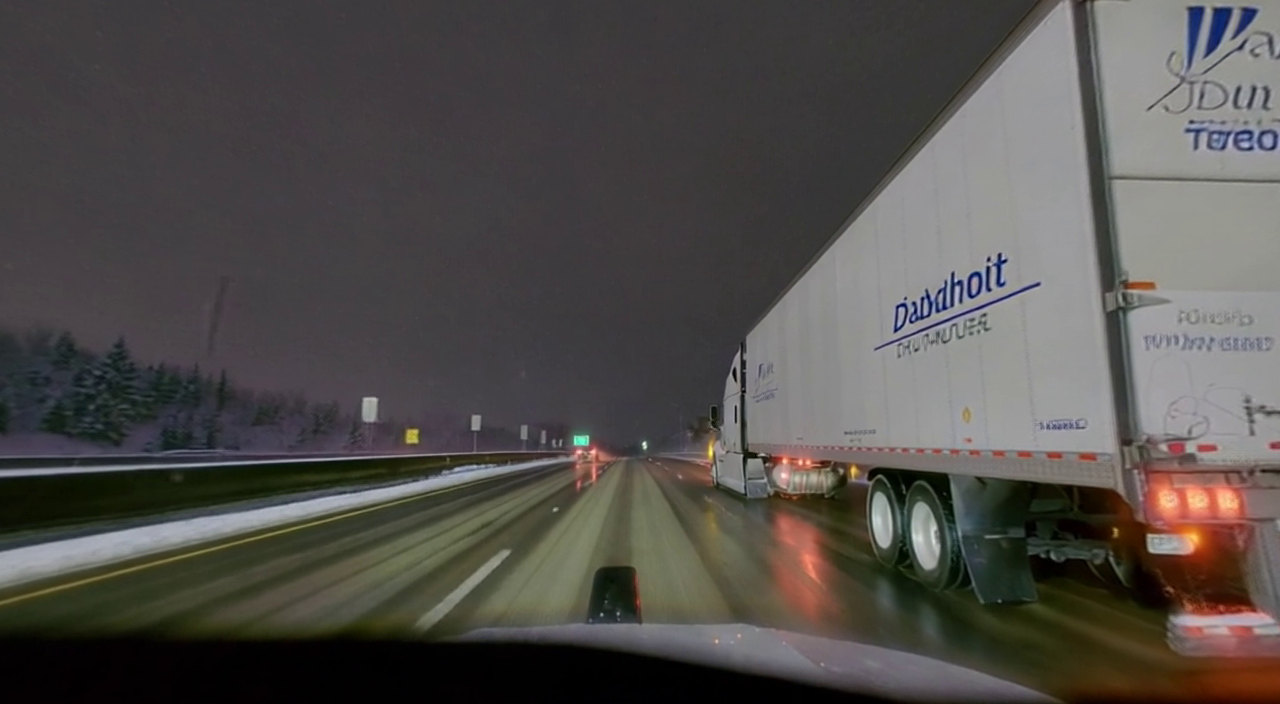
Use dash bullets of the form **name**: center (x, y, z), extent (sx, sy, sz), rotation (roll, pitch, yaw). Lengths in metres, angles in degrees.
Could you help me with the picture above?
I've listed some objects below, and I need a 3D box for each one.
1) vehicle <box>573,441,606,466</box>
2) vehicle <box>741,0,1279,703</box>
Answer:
- **vehicle**: center (-3.446, 6.994, 43.807), extent (2.030, 1.657, 3.926), rotation (0, -8, 0)
- **vehicle**: center (3.982, 0.520, 9.241), extent (2.962, 4.132, 12.720), rotation (0, -8, 0)
